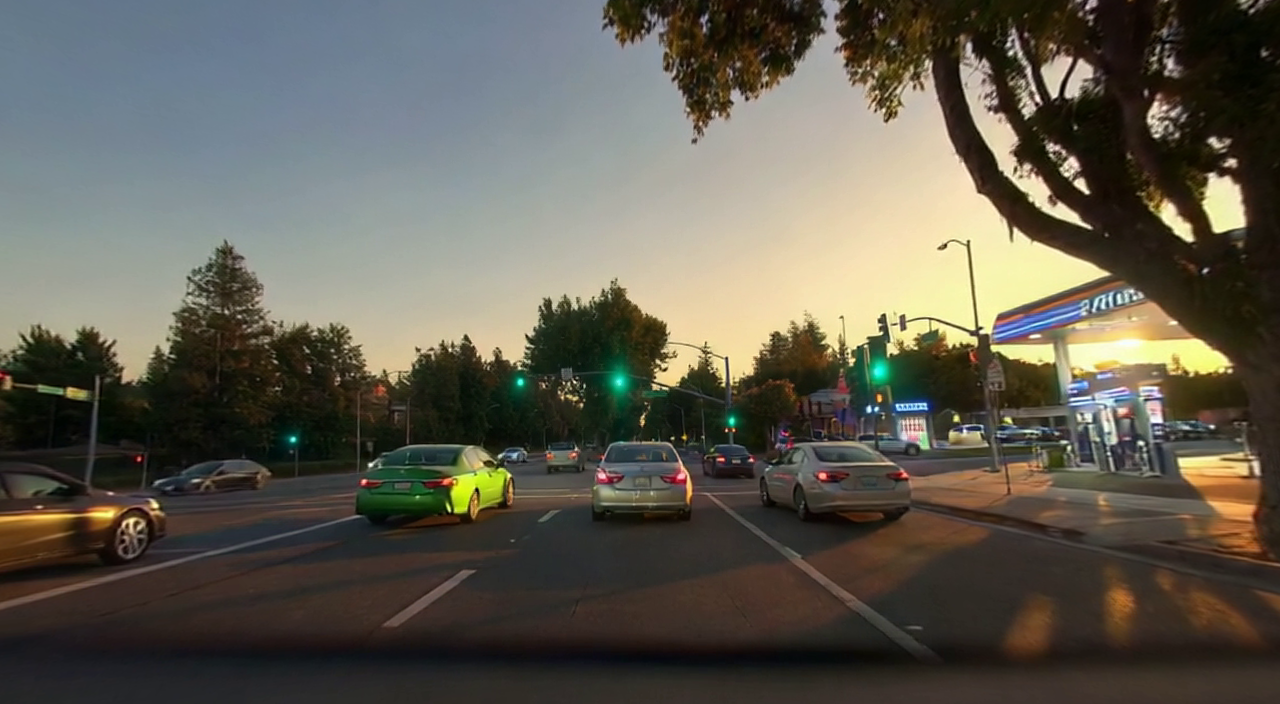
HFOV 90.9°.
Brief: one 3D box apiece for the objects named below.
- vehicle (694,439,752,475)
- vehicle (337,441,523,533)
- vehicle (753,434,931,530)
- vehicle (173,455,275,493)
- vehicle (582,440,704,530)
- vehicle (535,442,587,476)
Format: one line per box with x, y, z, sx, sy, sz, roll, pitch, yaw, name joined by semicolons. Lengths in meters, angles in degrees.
3.740;4.808;29.127;1.942;1.482;4.623;0;-8;-1;vehicle
-3.744;2.470;12.264;1.995;1.436;4.500;0;-8;1;vehicle
3.618;2.397;12.305;1.920;1.479;4.548;0;-8;-1;vehicle
-21.826;6.393;33.347;2.152;1.764;4.641;0;-8;0;vehicle
0.012;2.462;12.299;1.994;1.433;3.894;0;-8;-1;vehicle
-3.753;5.177;30.728;1.896;1.501;4.390;0;-8;1;vehicle
